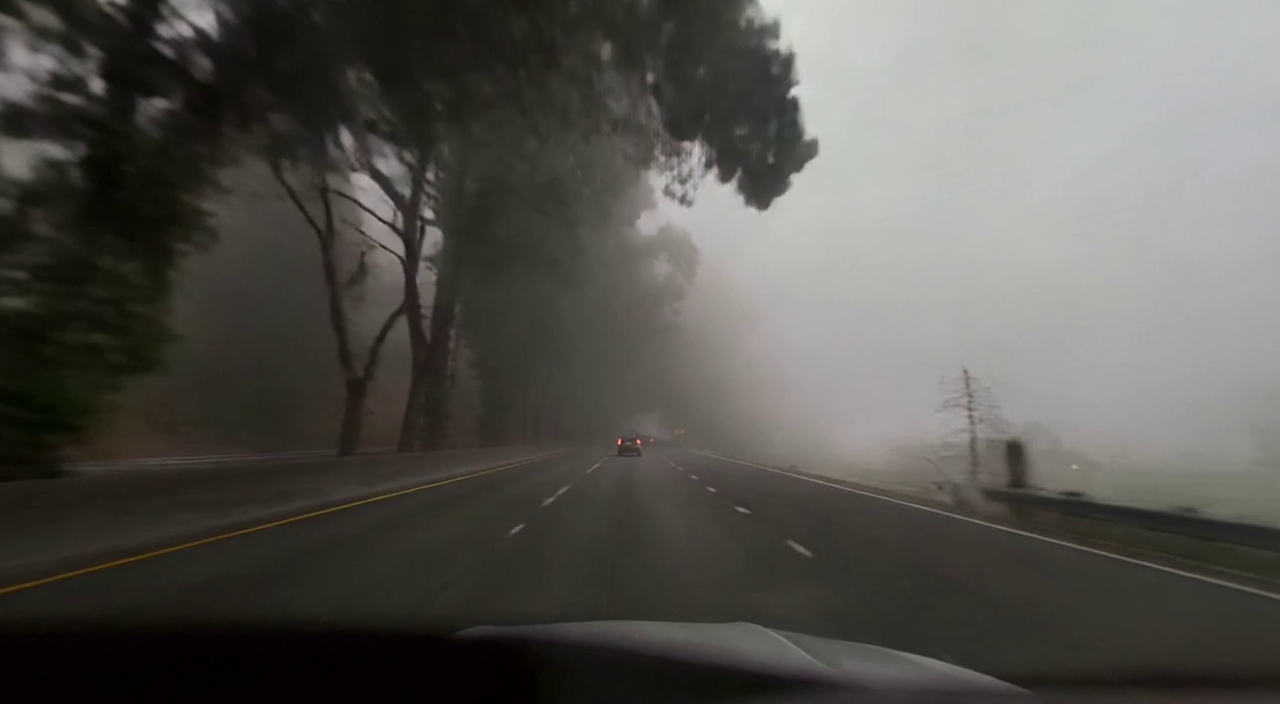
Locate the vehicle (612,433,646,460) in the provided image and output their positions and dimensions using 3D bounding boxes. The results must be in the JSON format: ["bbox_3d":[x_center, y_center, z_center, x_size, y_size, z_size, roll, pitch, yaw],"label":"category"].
[{"bbox_3d":[-0.700,6.213,41.532,2.094,1.653,4.283,0,-8,0],"label":"vehicle"}]
